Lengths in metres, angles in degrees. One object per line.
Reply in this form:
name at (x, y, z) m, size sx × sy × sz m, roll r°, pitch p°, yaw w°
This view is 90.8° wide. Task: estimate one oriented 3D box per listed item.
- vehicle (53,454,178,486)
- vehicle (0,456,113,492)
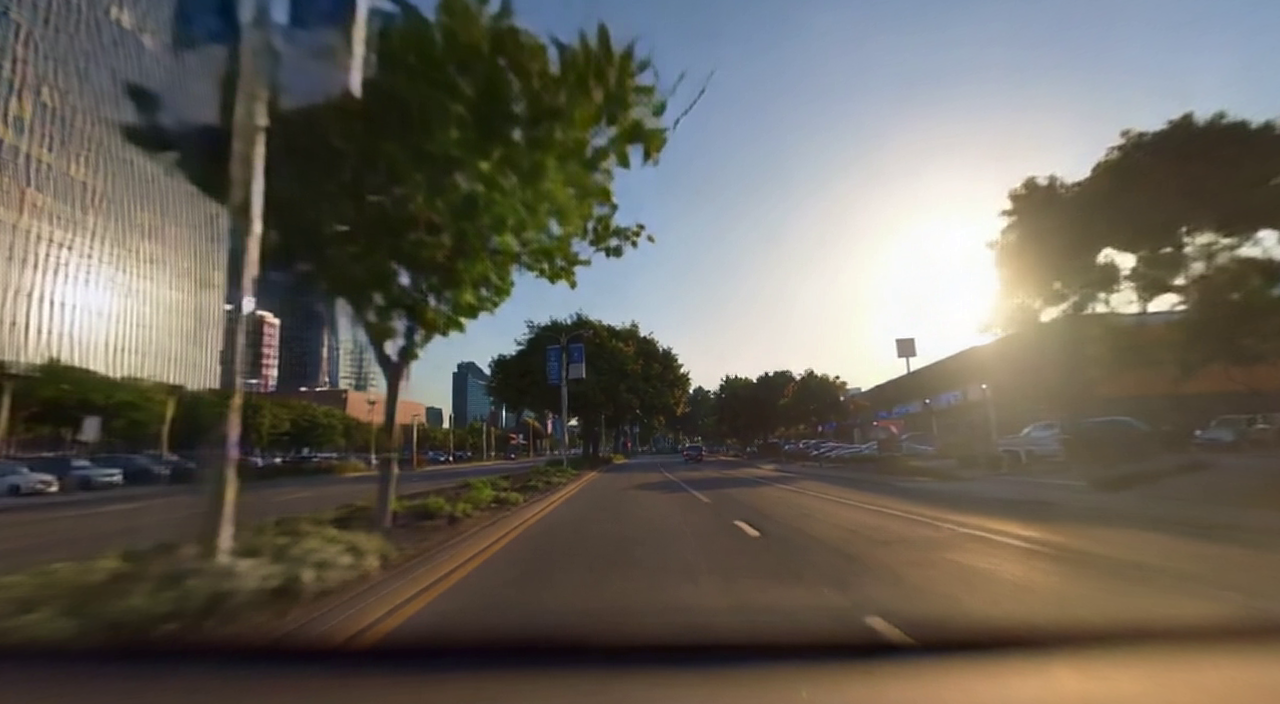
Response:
vehicle at (-26.534, 5.959, 32.181) m, size 4.405 × 1.469 × 2.047 m, roll 4°, pitch -9°, yaw -25°
vehicle at (-26.446, 5.368, 27.997) m, size 4.401 × 1.431 × 1.877 m, roll 5°, pitch -10°, yaw -32°
